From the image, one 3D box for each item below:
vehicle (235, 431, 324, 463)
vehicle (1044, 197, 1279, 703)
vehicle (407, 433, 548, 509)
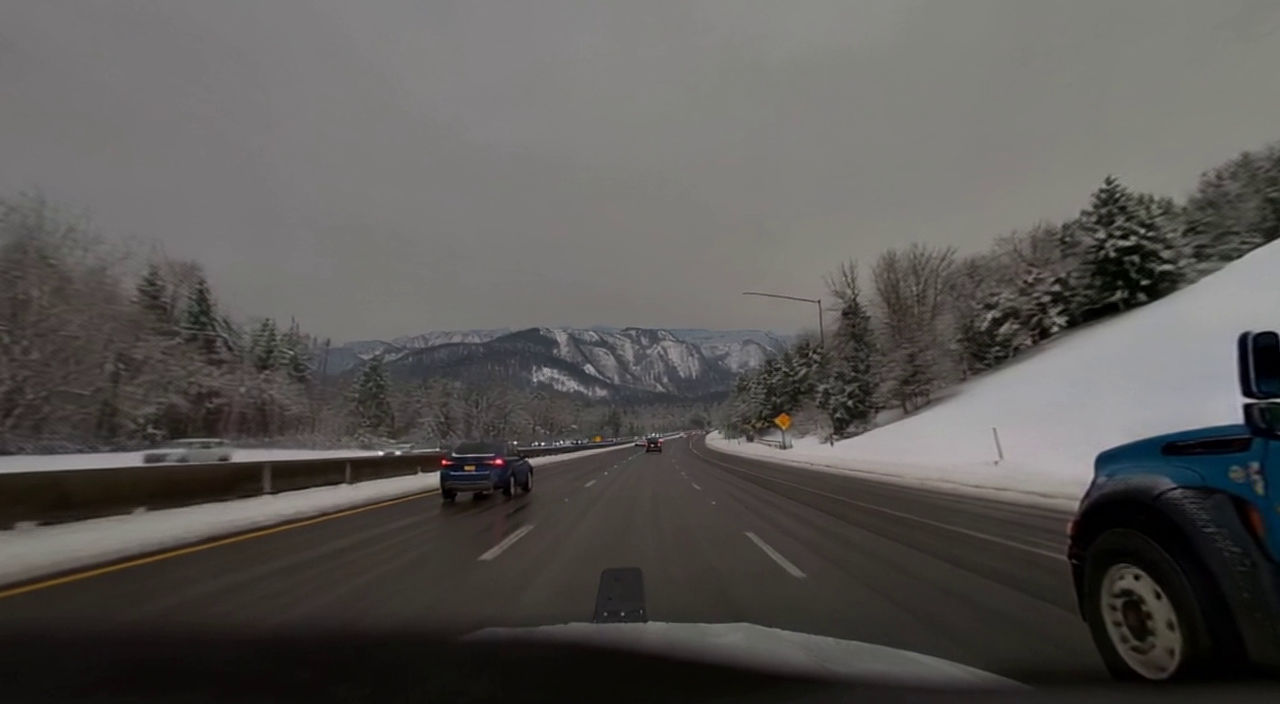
[{"bbox_3d":[-25.467,6.759,44.660,2.494,2.042,6.228,0,-9,1],"label":"vehicle"},{"bbox_3d":[3.654,0.252,0.345,2.538,2.228,6.370,0,-9,-1],"label":"vehicle"},{"bbox_3d":[-3.583,2.719,14.814,1.974,1.493,4.563,0,-9,2],"label":"vehicle"}]
